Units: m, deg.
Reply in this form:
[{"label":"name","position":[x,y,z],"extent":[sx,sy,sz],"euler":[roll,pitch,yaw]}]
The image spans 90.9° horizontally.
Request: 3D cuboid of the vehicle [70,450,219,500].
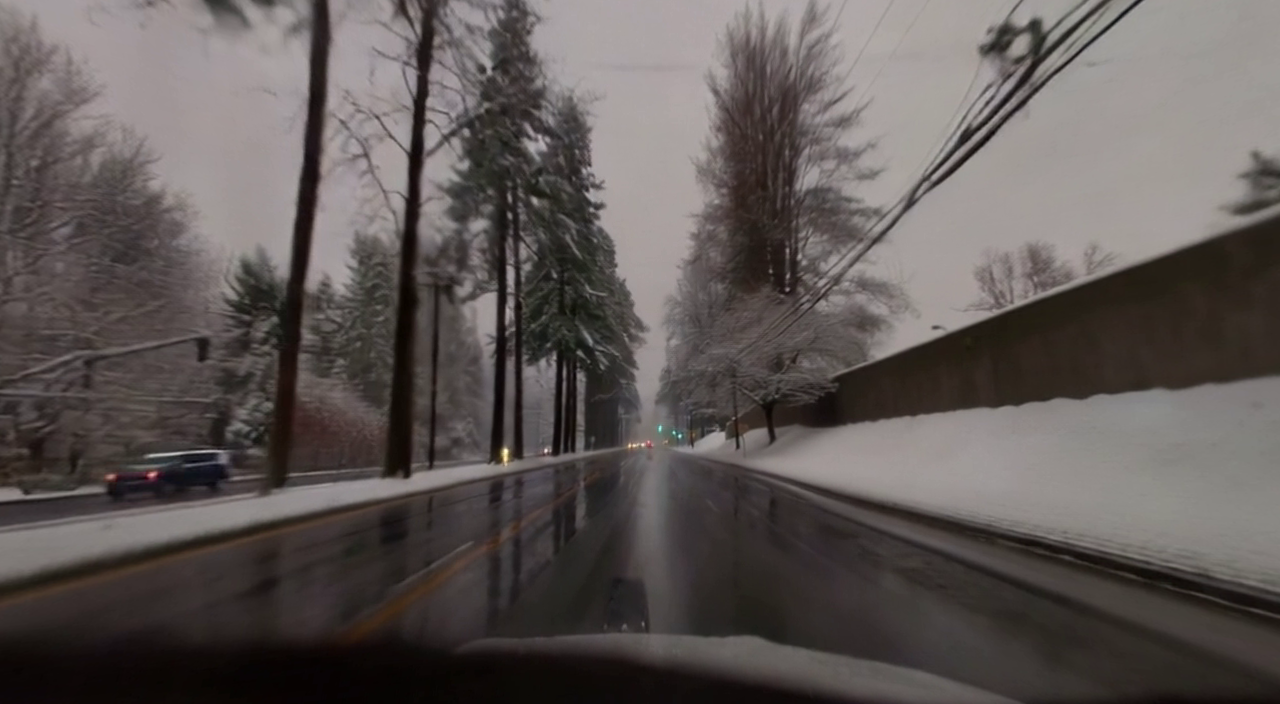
[{"label":"vehicle","position":[-18.195,4.497,23.482],"extent":[1.930,1.608,4.414],"euler":[0,-8,0]}]
